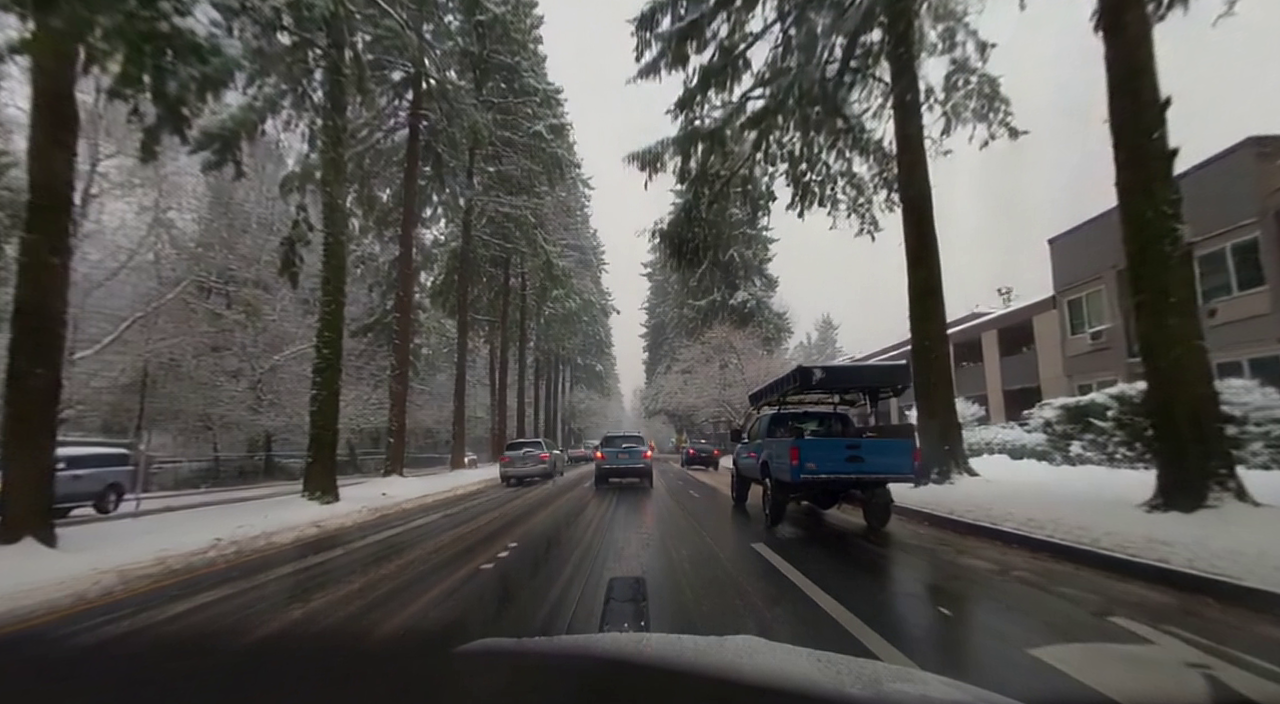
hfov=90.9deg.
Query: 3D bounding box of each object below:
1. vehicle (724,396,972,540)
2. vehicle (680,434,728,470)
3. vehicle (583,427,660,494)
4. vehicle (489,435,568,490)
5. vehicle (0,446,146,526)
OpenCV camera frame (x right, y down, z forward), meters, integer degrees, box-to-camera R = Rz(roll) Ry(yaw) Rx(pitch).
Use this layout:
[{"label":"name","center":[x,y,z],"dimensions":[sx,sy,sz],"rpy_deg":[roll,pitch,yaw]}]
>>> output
[{"label":"vehicle","center":[3.394,2.115,12.162],"dimensions":[2.655,2.054,6.098],"rpy_deg":[0,-8,0]},{"label":"vehicle","center":[3.638,5.802,36.591],"dimensions":[2.183,1.948,4.633],"rpy_deg":[0,-8,-2]},{"label":"vehicle","center":[-0.466,3.215,18.966],"dimensions":[2.075,1.770,4.018],"rpy_deg":[0,-8,1]},{"label":"vehicle","center":[-3.599,3.627,21.047],"dimensions":[1.894,1.642,3.861],"rpy_deg":[0,-8,1]},{"label":"vehicle","center":[-15.047,3.258,15.725],"dimensions":[1.889,1.743,4.296],"rpy_deg":[-2,-8,1]}]
